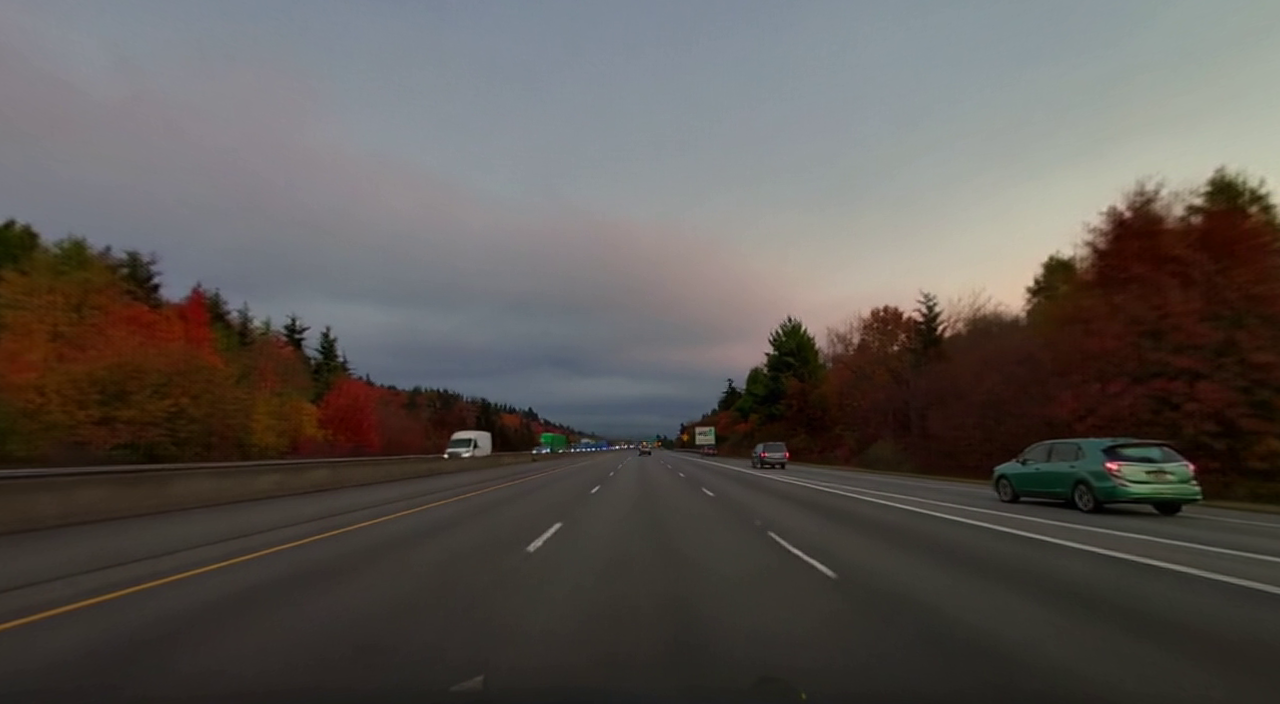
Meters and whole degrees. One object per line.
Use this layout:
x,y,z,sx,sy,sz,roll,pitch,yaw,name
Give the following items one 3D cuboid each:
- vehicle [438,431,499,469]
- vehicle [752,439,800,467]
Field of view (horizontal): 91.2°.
-12.017,6.953,44.497,2.376,2.426,6.323,-1,-9,1,vehicle
9.109,6.828,42.484,2.034,1.770,4.637,0,-9,-2,vehicle
